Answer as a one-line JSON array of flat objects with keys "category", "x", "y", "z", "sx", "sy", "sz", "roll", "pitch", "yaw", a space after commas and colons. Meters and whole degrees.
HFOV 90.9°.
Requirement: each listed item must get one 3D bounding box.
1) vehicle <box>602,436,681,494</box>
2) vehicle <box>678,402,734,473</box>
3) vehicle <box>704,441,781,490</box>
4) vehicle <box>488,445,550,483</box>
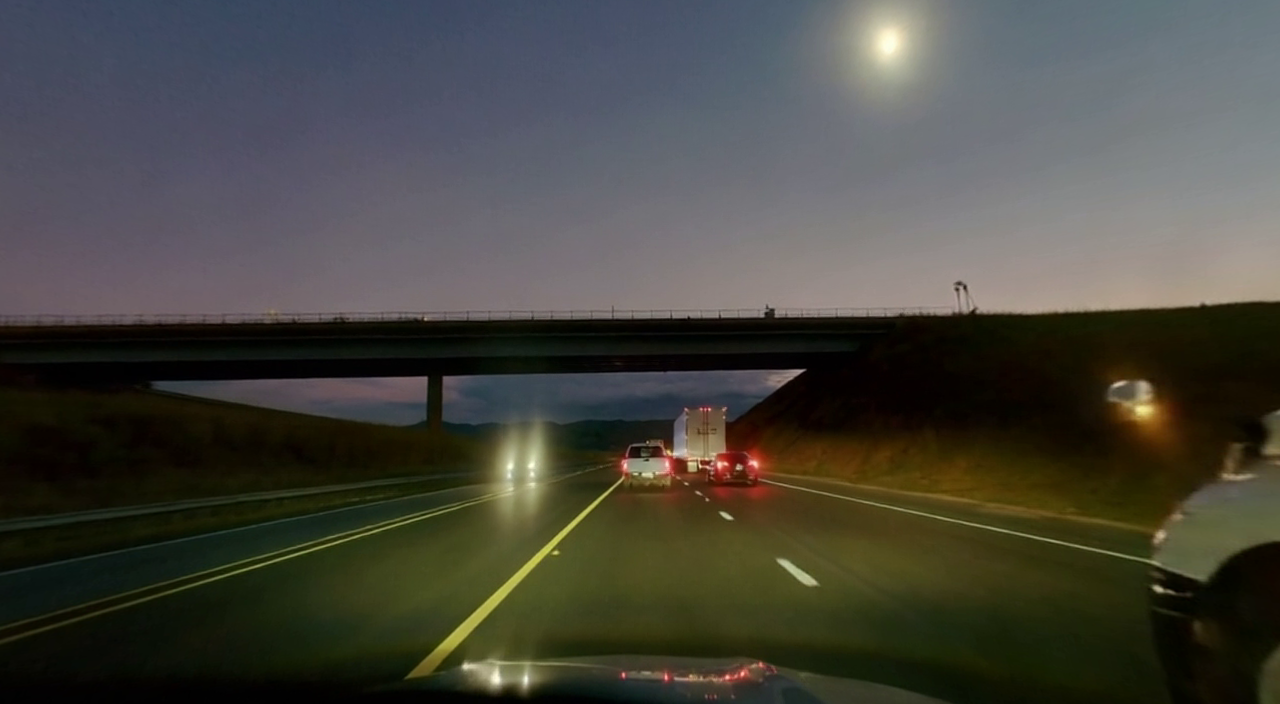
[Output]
[{"category": "vehicle", "x": 0.082, "y": 3.585, "z": 20.243, "sx": 2.256, "sy": 1.615, "sz": 4.114, "roll": -1, "pitch": -9, "yaw": 1}, {"category": "vehicle", "x": 3.912, "y": 5.330, "z": 38.921, "sx": 2.948, "sy": 3.974, "sz": 6.480, "roll": -1, "pitch": -9, "yaw": 2}, {"category": "vehicle", "x": 3.409, "y": 3.856, "z": 21.674, "sx": 1.972, "sy": 1.505, "sz": 3.946, "roll": -1, "pitch": -9, "yaw": 0}, {"category": "vehicle", "x": -6.171, "y": 5.754, "z": 32.608, "sx": 2.233, "sy": 1.685, "sz": 4.222, "roll": -3, "pitch": -9, "yaw": 2}]
